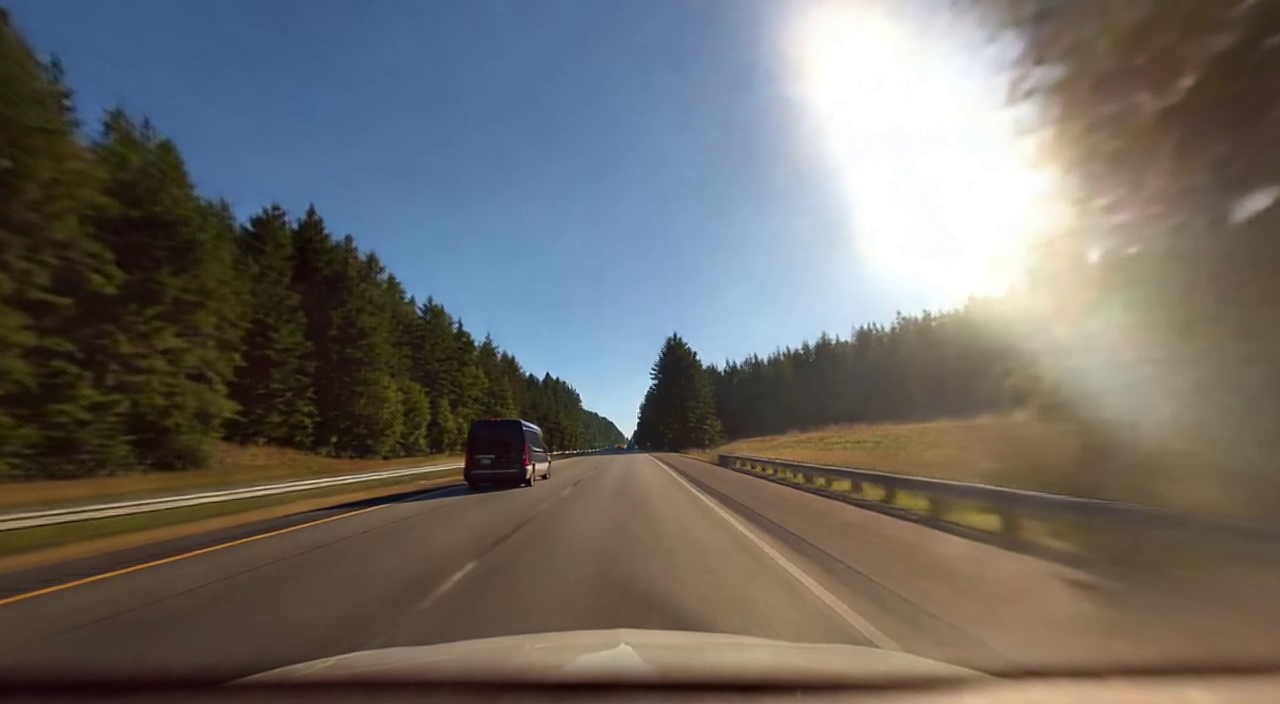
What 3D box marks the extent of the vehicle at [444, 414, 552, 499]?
[{"bbox_3d":[-3.782,2.896,17.750,1.976,2.029,4.737,-1,-8,0],"label":"vehicle"}]
